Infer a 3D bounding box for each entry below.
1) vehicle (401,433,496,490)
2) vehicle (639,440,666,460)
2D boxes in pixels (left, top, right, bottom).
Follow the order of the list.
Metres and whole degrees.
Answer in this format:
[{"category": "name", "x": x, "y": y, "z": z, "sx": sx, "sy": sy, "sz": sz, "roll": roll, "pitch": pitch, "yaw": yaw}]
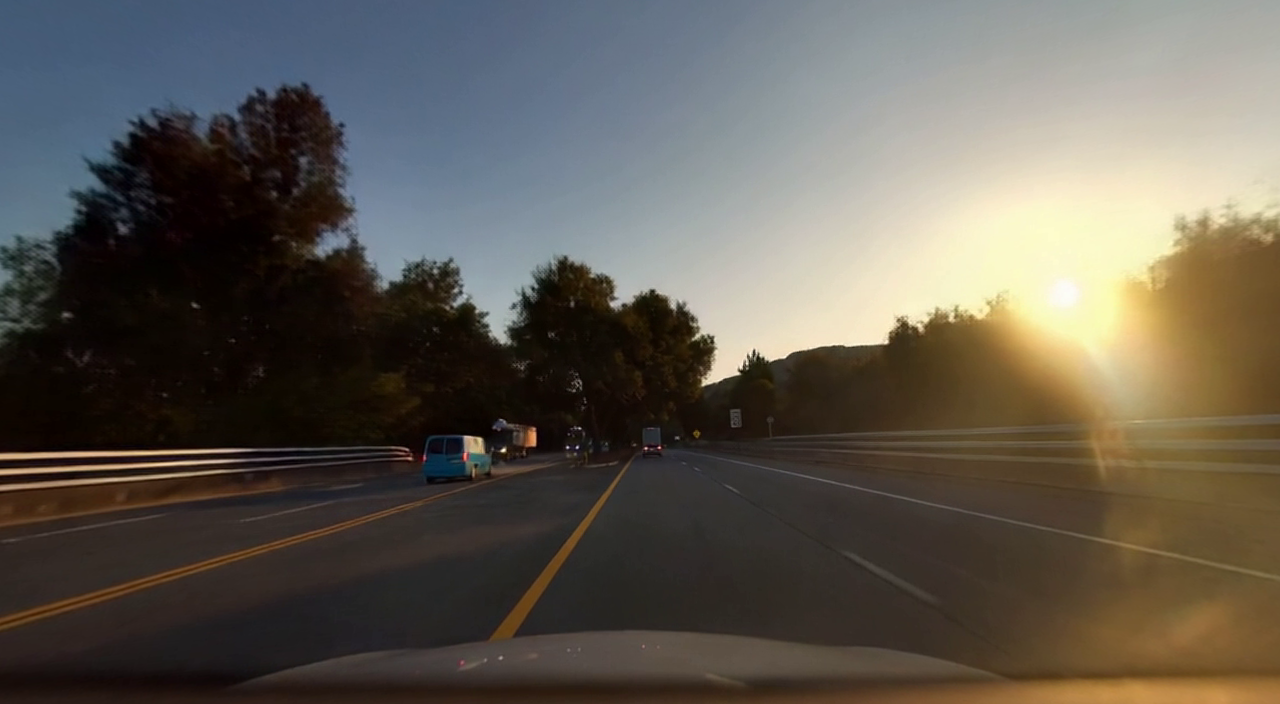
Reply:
[{"category": "vehicle", "x": -6.992, "y": 4.021, "z": 23.547, "sx": 2.068, "sy": 1.897, "sz": 4.372, "roll": 0, "pitch": -8, "yaw": 1}, {"category": "vehicle", "x": 1.000, "y": 7.777, "z": 49.976, "sx": 2.061, "sy": 1.469, "sz": 3.782, "roll": 0, "pitch": -8, "yaw": 1}]
